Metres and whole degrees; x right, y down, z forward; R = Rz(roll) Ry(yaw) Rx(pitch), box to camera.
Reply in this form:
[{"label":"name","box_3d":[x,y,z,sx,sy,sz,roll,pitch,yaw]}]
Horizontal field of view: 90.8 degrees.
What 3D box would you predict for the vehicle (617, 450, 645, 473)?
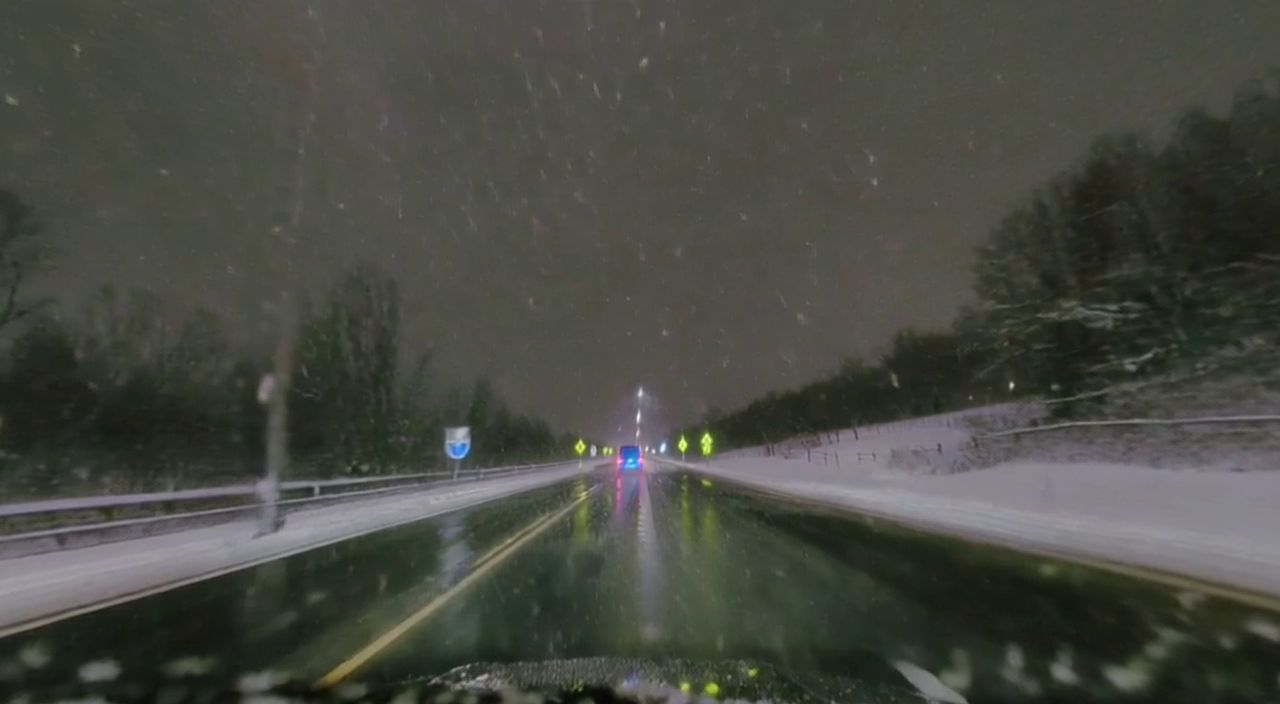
[{"label":"vehicle","box_3d":[-0.667,8.505,49.180,2.053,1.647,4.252,0,-9,1]}]
